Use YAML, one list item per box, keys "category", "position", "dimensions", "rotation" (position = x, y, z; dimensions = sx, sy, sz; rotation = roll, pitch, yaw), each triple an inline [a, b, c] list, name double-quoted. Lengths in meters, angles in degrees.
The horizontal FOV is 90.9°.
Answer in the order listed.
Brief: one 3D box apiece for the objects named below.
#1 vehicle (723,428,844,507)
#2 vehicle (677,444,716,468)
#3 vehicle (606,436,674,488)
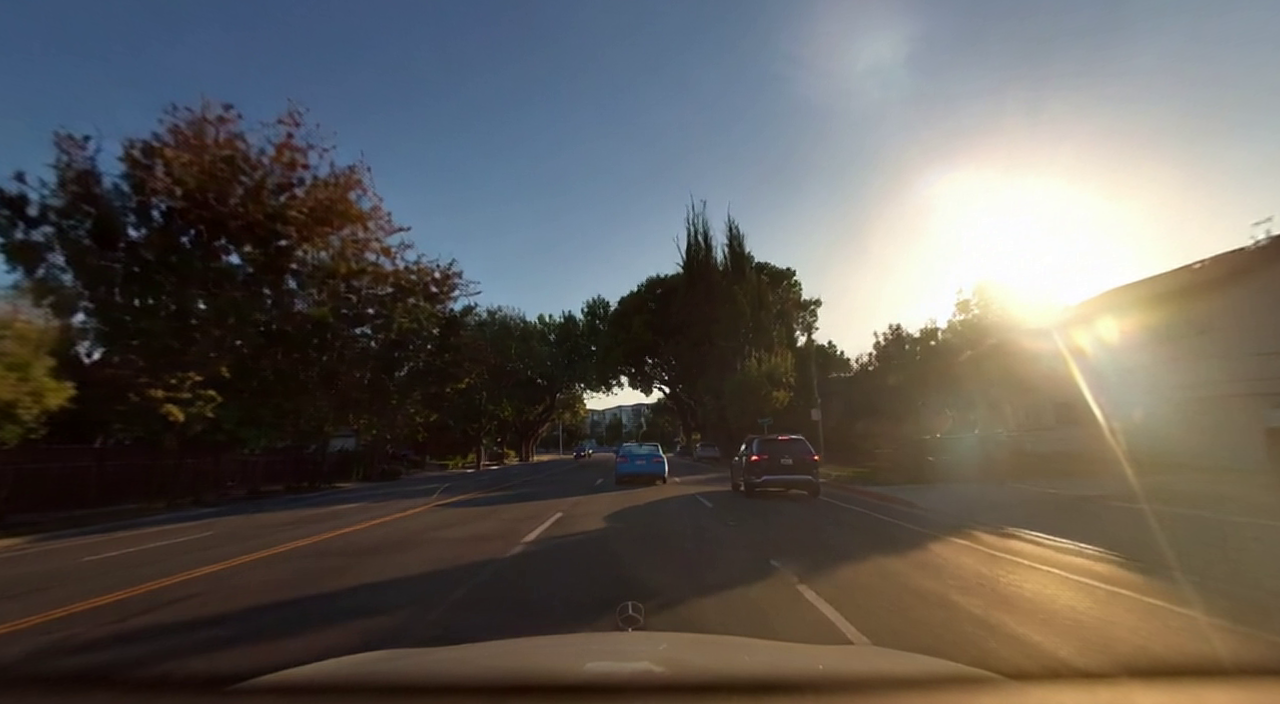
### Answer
- category: "vehicle"
  position: [3.502, 2.910, 16.318]
  dimensions: [2.024, 1.711, 4.512]
  rotation: [0, -8, 0]
- category: "vehicle"
  position: [3.600, 6.733, 41.118]
  dimensions: [2.099, 1.463, 4.130]
  rotation: [0, -9, -1]
- category: "vehicle"
  position: [0.012, 3.878, 22.589]
  dimensions: [2.200, 1.653, 4.127]
  rotation: [0, -8, 1]
